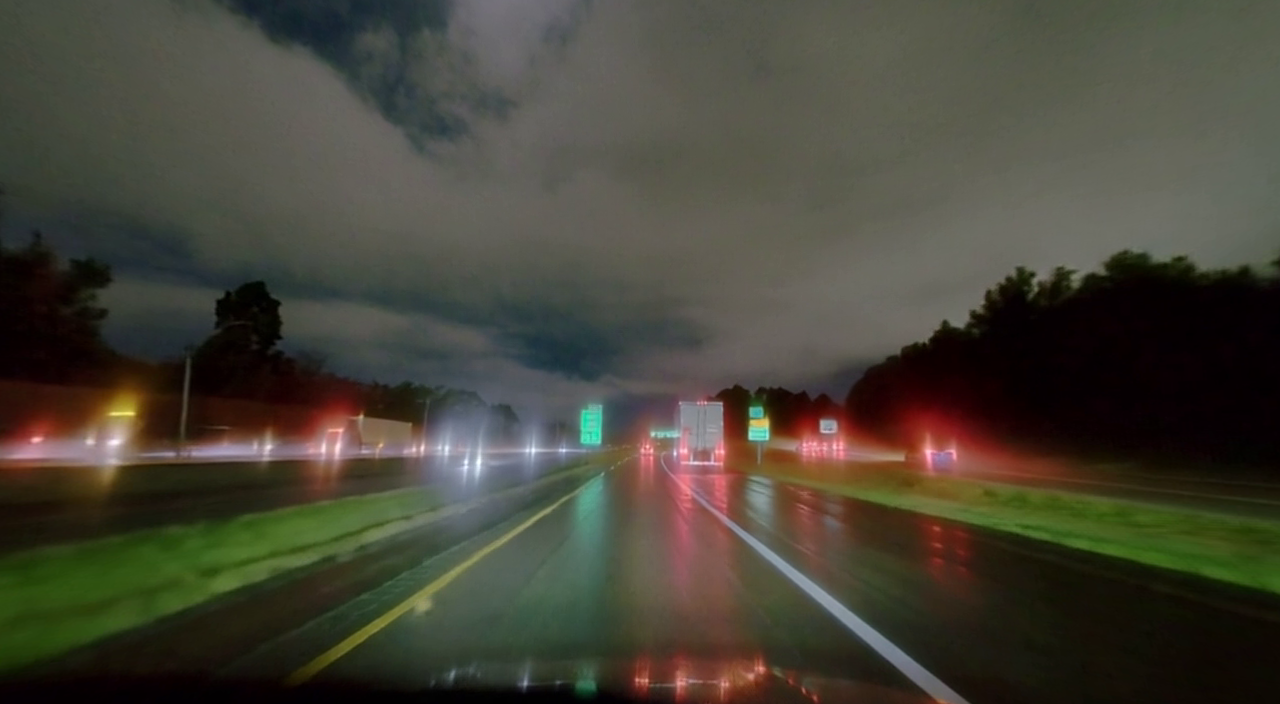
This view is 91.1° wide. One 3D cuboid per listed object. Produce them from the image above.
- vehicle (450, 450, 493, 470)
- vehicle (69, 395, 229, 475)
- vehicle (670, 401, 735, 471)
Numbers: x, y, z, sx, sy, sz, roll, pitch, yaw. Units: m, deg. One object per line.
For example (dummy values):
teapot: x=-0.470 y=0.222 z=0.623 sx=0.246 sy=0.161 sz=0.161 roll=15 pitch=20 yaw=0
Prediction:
vehicle: x=-12.942 y=8.332 z=48.668 sx=1.933 sy=1.482 sz=4.661 roll=-1 pitch=-9 yaw=1
vehicle: x=-26.567 y=4.643 z=34.593 sx=3.120 sy=3.923 sz=6.859 roll=0 pitch=-9 yaw=0
vehicle: x=4.012 y=5.952 z=43.736 sx=3.185 sy=4.154 sz=12.638 roll=0 pitch=-9 yaw=0
